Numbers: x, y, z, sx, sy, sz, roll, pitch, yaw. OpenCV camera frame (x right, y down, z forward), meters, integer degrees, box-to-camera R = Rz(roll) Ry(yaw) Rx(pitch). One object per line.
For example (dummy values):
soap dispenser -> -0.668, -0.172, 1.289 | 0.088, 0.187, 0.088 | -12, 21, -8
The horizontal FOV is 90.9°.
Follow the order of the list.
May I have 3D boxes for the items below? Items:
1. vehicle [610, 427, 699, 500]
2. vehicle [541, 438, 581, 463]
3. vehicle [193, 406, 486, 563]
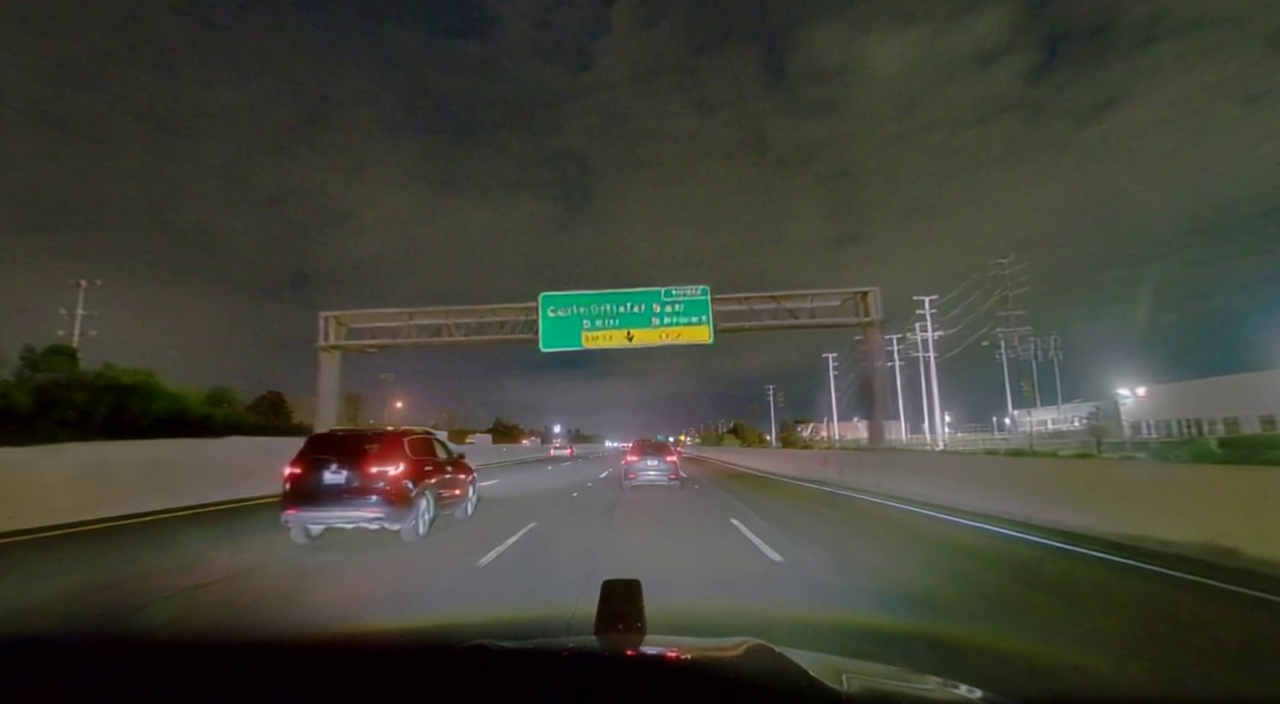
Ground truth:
vehicle -> 0.352, 2.970, 17.221 | 2.134, 1.733, 4.049 | 0, -8, 0
vehicle -> -5.909, 7.439, 47.800 | 2.220, 1.841, 4.516 | 0, -8, 2
vehicle -> -3.941, 1.814, 9.375 | 2.125, 1.764, 4.393 | 0, -8, 1
